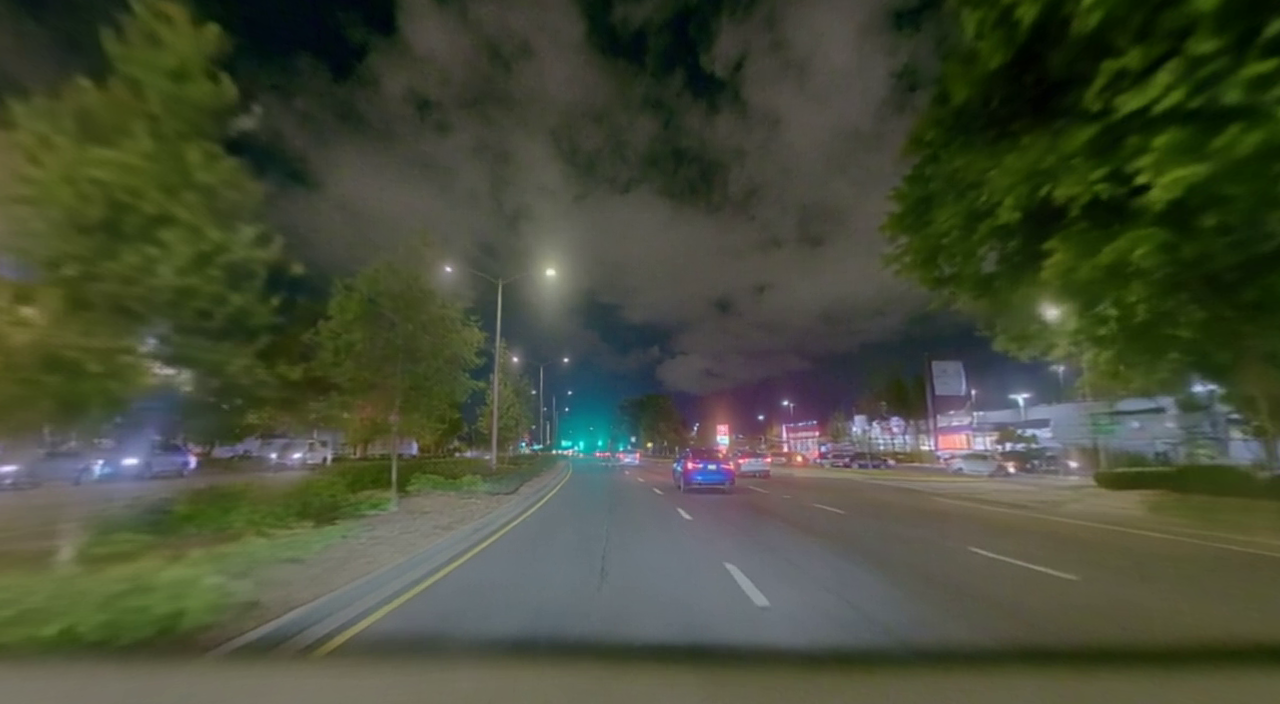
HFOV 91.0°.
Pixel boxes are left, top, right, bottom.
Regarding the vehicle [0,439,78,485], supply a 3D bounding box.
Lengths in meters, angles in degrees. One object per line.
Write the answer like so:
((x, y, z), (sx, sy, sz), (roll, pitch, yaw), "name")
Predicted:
((-23.734, 4.075, 23.432), (1.689, 1.595, 4.293), (0, -9, -2), "vehicle")

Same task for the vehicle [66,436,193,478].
((-23.748, 4.886, 29.556), (1.982, 1.811, 4.730), (0, -9, -1), "vehicle")

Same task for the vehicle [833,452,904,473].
((17.002, 8.181, 46.860), (4.646, 1.479, 2.070), (3, -9, -19), "vehicle")

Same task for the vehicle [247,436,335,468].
((-24.255, 6.994, 44.163), (2.593, 2.075, 6.841), (1, -9, -3), "vehicle")

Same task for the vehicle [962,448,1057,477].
((20.725, 6.189, 35.326), (4.424, 1.531, 2.008), (3, -9, -17), "vehicle")

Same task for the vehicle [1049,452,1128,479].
((32.835, 8.267, 46.080), (4.858, 1.806, 2.124), (3, -9, -19), "vehicle")

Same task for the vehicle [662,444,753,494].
((2.051, 3.741, 20.538), (2.256, 1.451, 4.313), (1, -9, -4), "vehicle")
